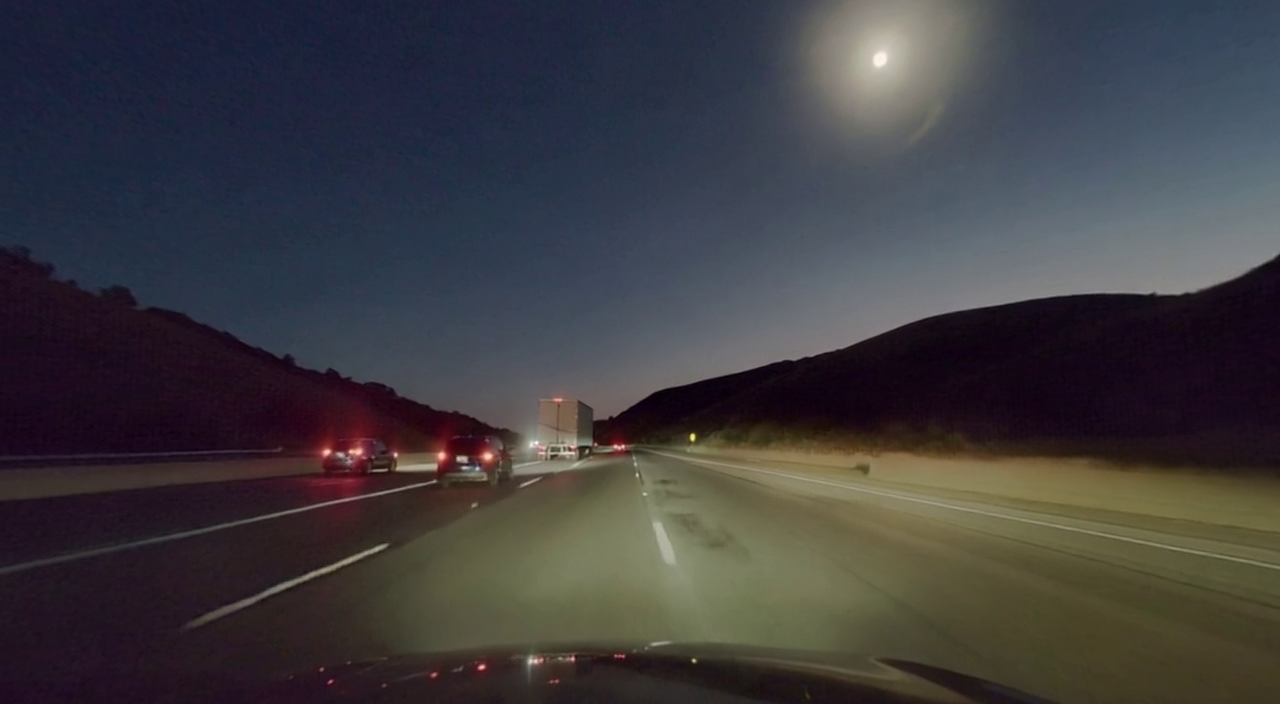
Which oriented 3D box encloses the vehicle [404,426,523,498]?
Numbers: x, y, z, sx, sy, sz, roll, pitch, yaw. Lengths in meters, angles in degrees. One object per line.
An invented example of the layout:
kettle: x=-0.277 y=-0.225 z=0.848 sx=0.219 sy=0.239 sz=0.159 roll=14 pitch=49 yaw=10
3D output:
vehicle: x=-4.698 y=2.997 z=17.510 sx=2.099 sy=1.734 sz=4.413 roll=0 pitch=-8 yaw=-1

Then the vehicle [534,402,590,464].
vehicle: x=-5.369 y=5.939 z=45.107 sx=2.981 sy=3.860 sz=11.022 roll=0 pitch=-8 yaw=-2

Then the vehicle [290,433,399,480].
vehicle: x=-12.655 y=4.500 z=27.396 sx=2.130 sy=1.828 sz=5.523 roll=0 pitch=-8 yaw=-1
